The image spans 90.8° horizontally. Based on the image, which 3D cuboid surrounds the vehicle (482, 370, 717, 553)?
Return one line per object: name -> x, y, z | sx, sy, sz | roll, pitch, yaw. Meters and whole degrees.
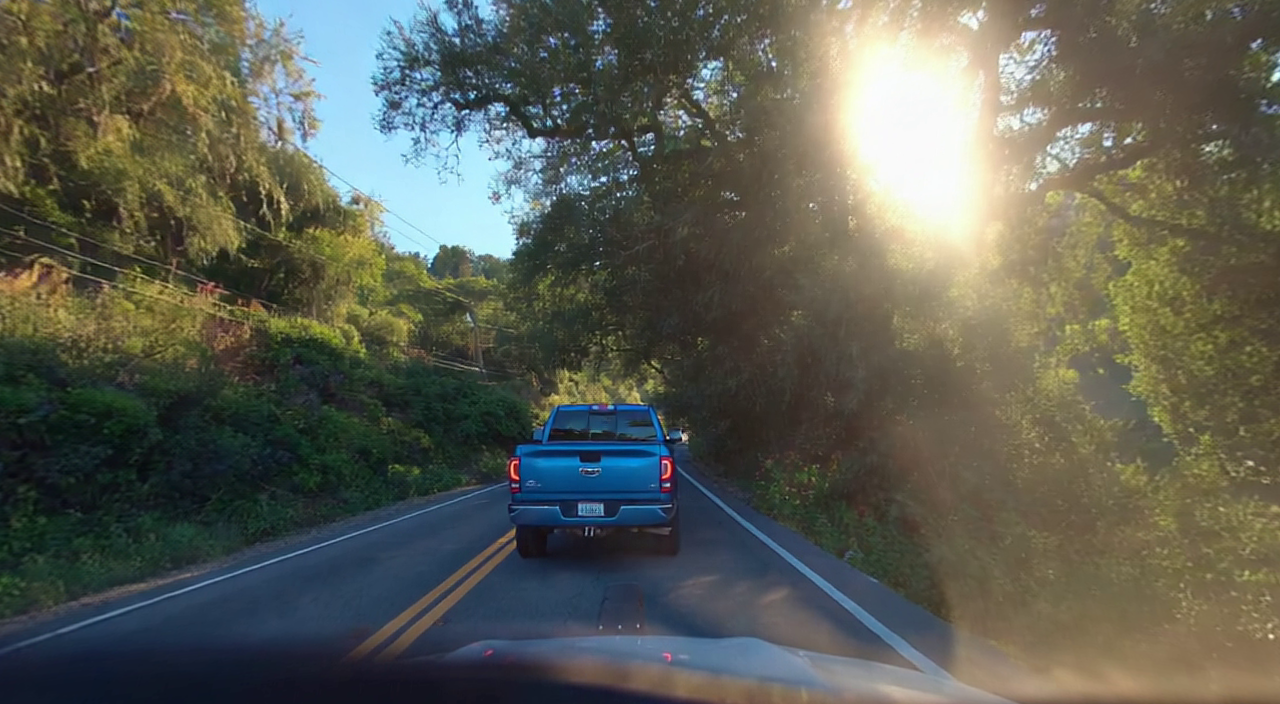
vehicle -> -0.524, 1.757, 10.702 | 2.837, 2.223, 5.885 | 0, -8, -1
